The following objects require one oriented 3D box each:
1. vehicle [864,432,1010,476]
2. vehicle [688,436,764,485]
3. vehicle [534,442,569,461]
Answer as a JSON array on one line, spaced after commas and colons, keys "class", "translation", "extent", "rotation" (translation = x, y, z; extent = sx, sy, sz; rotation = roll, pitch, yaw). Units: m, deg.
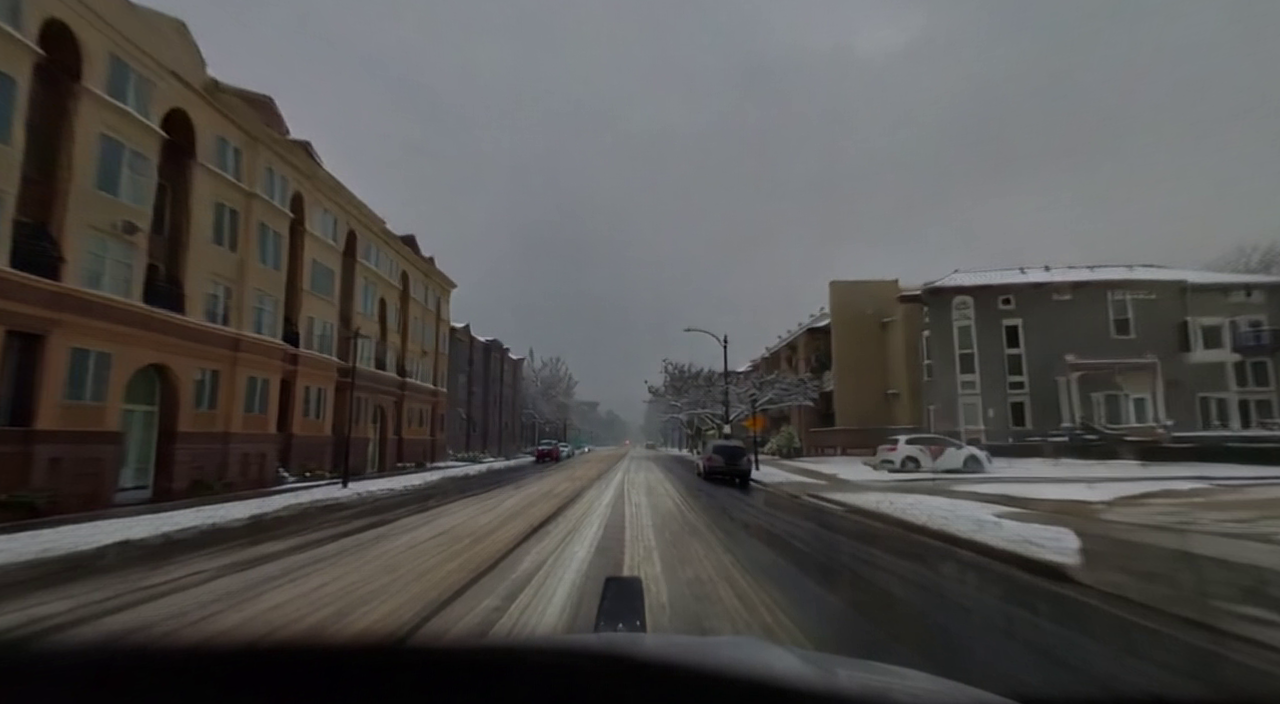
[{"class": "vehicle", "translation": [11.864, 4.089, 25.471], "extent": [4.782, 1.657, 2.172], "rotation": [1, -8, -4]}, {"class": "vehicle", "translation": [2.895, 3.747, 22.285], "extent": [1.985, 1.543, 4.112], "rotation": [0, -8, -2]}, {"class": "vehicle", "translation": [-6.731, 7.636, 48.596], "extent": [2.142, 1.401, 4.477], "rotation": [0, -8, -1]}]
